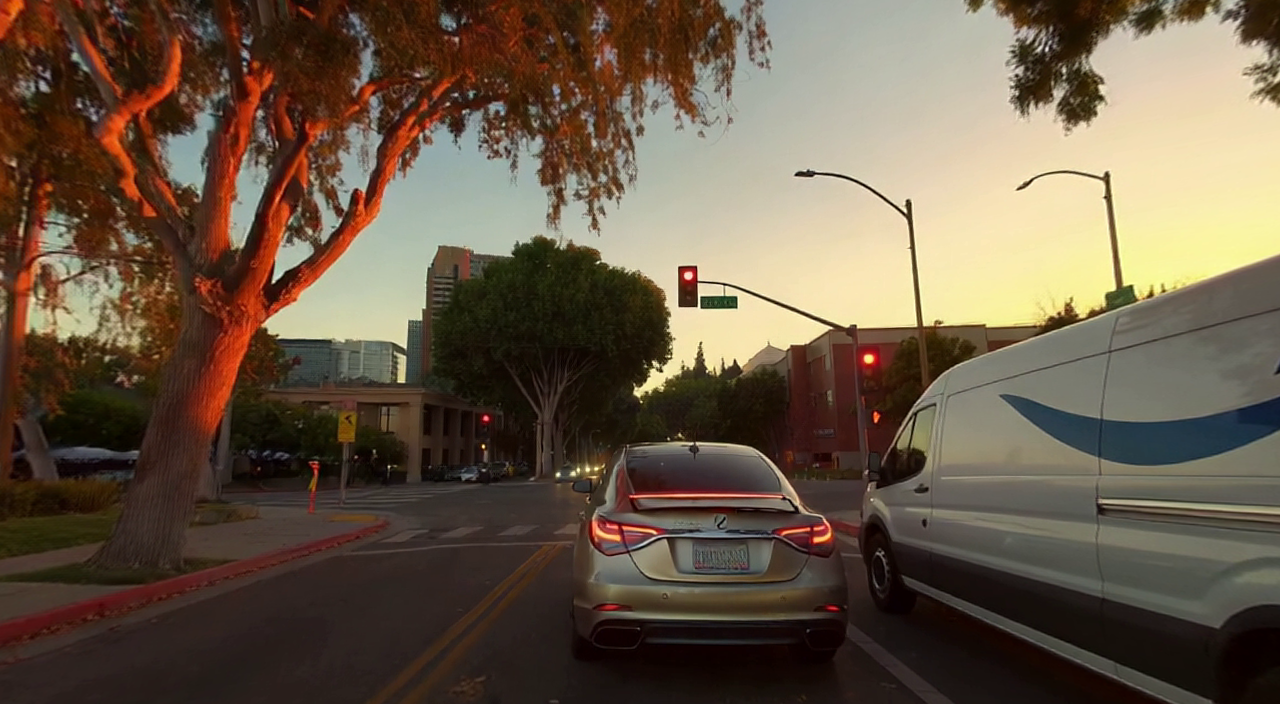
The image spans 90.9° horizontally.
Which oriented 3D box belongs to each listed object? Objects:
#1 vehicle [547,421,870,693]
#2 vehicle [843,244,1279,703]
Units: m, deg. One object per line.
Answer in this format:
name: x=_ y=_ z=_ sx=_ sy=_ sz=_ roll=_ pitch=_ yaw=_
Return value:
vehicle: x=0.379 y=1.591 z=5.735 sx=1.961 sy=1.629 sz=3.610 roll=1 pitch=-10 yaw=-1
vehicle: x=2.857 y=0.897 z=2.900 sx=2.054 sy=1.965 sz=5.248 roll=1 pitch=-11 yaw=0
